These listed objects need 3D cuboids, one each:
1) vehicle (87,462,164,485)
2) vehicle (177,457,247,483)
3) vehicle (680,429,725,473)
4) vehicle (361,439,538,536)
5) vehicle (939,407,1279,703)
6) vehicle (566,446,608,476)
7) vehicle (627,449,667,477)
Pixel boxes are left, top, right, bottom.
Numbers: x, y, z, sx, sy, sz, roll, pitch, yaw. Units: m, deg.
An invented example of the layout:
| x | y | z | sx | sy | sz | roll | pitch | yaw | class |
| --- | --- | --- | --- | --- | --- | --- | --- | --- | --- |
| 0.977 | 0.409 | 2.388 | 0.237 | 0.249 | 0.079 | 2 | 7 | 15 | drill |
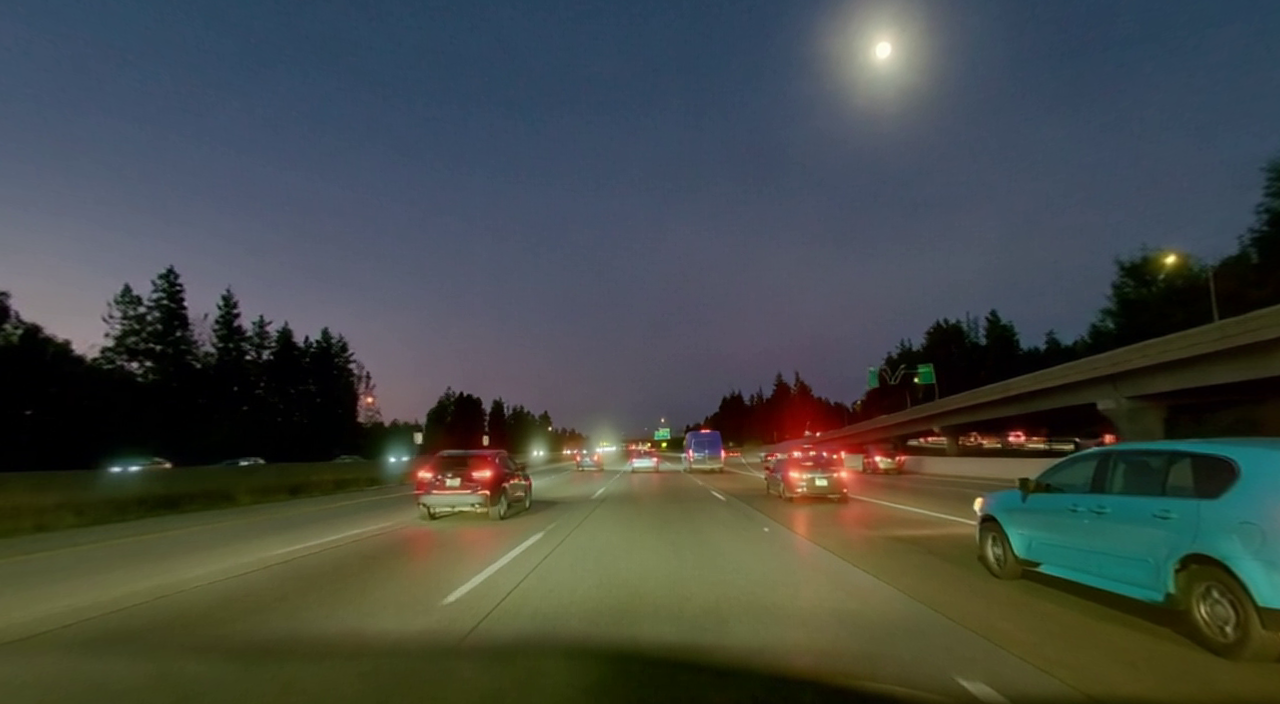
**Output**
| x | y | z | sx | sy | sz | roll | pitch | yaw | class |
| --- | --- | --- | --- | --- | --- | --- | --- | --- | --- |
| -36.582 | 8.622 | 44.965 | 1.681 | 1.437 | 4.488 | 0 | -8 | 1 | vehicle |
| -26.422 | 7.289 | 39.059 | 1.654 | 1.420 | 3.804 | 0 | -9 | 0 | vehicle |
| 4.237 | 6.851 | 43.836 | 2.436 | 2.745 | 6.607 | 0 | -8 | 0 | vehicle |
| -3.451 | 2.522 | 12.362 | 2.137 | 1.562 | 3.926 | -1 | -8 | 2 | vehicle |
| 4.157 | 1.224 | 4.221 | 2.085 | 1.558 | 4.466 | 0 | -8 | 0 | vehicle |
| -3.198 | 6.654 | 38.853 | 2.078 | 1.706 | 4.298 | -1 | -8 | 2 | vehicle |
| 0.407 | 6.394 | 36.494 | 2.174 | 1.467 | 4.005 | 0 | -8 | 0 | vehicle |
